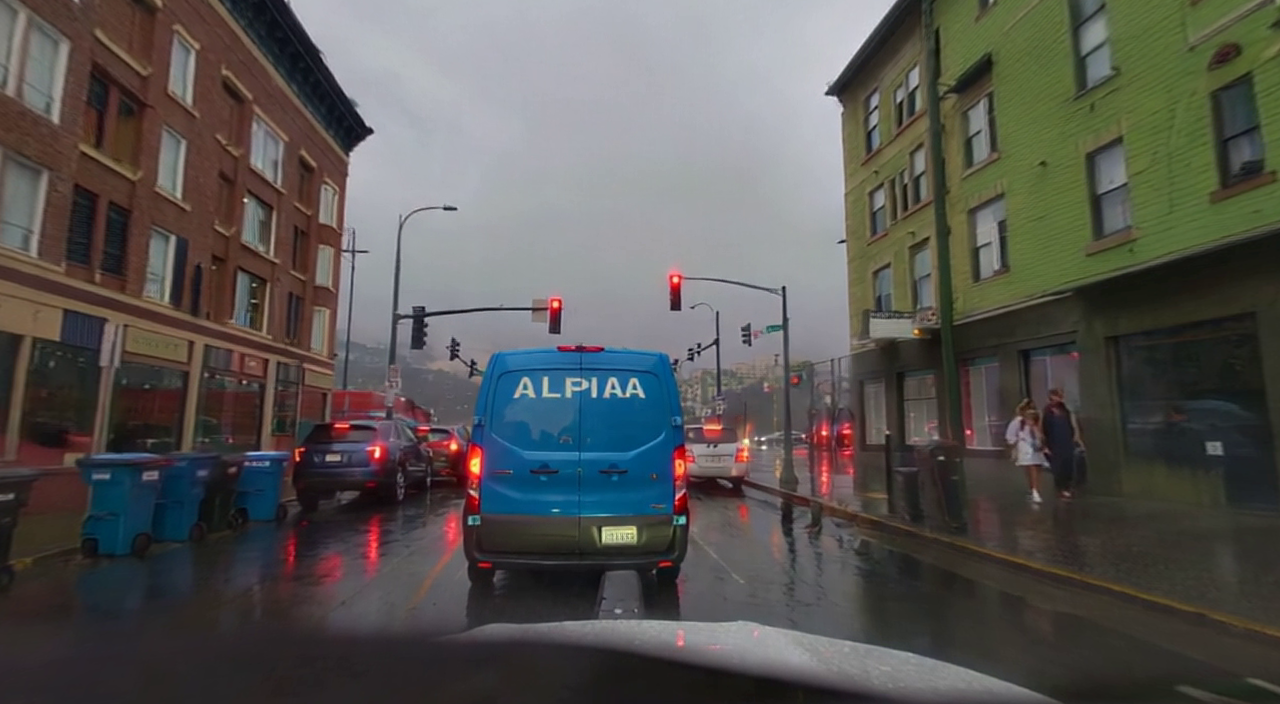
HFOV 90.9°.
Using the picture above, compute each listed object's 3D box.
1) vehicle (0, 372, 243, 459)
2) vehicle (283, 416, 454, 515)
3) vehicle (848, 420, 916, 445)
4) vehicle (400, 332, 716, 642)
[{"bbox_3d":[-21.017,2.573,25.098,8.088,3.213,2.801,1,-8,-10],"label":"vehicle"},{"bbox_3d":[-4.569,1.927,11.193,1.841,1.461,3.426,1,-8,-7],"label":"vehicle"},{"bbox_3d":[14.183,4.708,36.952,3.381,1.391,1.529,1,-8,-10],"label":"vehicle"},{"bbox_3d":[-0.718,1.114,6.147,1.951,1.907,4.266,1,-8,-6],"label":"vehicle"}]
